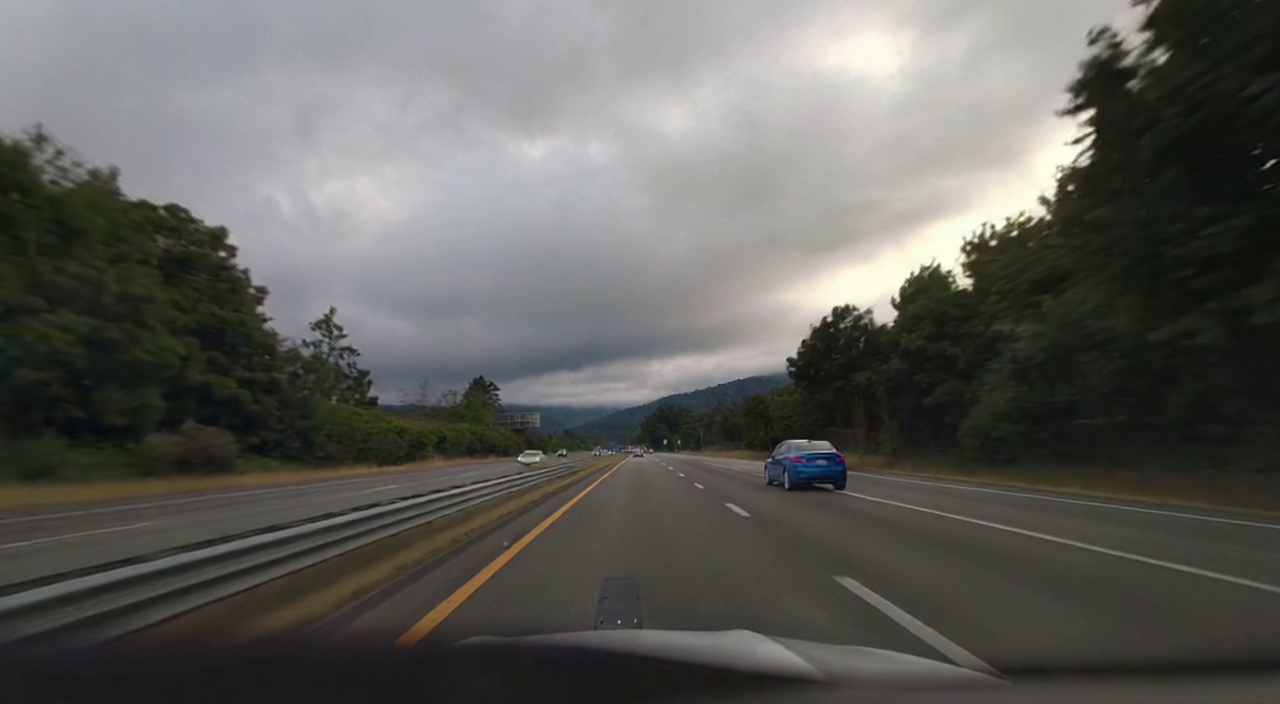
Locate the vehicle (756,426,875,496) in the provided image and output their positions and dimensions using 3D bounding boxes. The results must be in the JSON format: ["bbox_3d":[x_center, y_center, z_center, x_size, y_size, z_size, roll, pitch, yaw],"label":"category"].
[{"bbox_3d":[4.979,3.191,18.652,2.117,1.783,4.627,0,-9,-1],"label":"vehicle"}]
